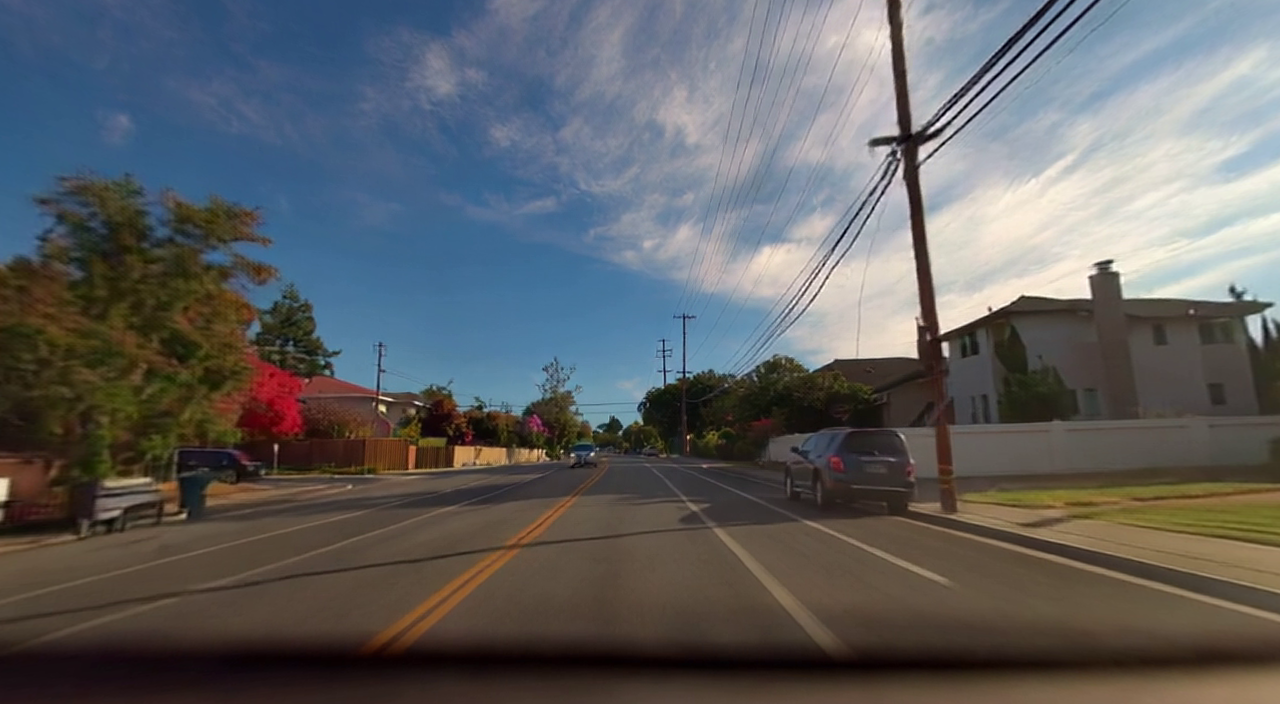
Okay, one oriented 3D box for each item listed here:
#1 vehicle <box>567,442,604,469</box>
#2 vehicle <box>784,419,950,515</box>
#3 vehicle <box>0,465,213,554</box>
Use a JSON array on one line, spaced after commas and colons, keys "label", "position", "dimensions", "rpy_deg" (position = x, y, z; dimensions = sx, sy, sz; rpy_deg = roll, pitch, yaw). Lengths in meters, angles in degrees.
[{"label": "vehicle", "position": [-4.084, 7.861, 48.132], "dimensions": [2.357, 1.893, 5.084], "rpy_deg": [0, -9, 0]}, {"label": "vehicle", "position": [5.419, 2.846, 16.143], "dimensions": [2.238, 1.995, 5.491], "rpy_deg": [0, -9, 1]}, {"label": "vehicle", "position": [-13.197, 3.712, 15.513], "dimensions": [2.106, 1.606, 4.804], "rpy_deg": [-2, -8, 0]}]
